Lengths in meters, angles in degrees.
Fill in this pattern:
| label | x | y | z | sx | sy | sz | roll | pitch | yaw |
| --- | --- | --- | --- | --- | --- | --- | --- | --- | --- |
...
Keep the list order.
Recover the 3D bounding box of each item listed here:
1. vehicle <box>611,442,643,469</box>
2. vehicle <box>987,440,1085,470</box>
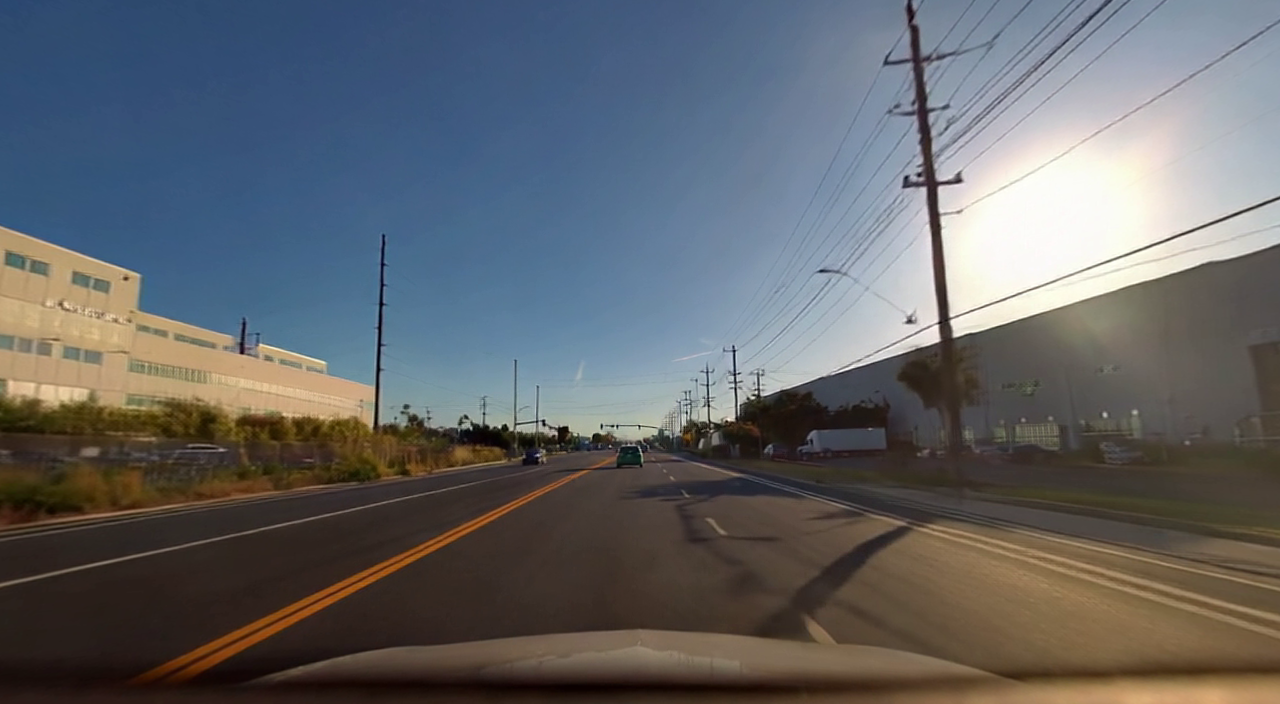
| label | x | y | z | sx | sy | sz | roll | pitch | yaw |
| --- | --- | --- | --- | --- | --- | --- | --- | --- | --- |
| vehicle | -0.771 | 6.413 | 39.218 | 1.937 | 1.588 | 3.746 | 0 | -9 | 0 |
| vehicle | 24.859 | 6.491 | 39.790 | 4.805 | 1.781 | 1.974 | 0 | -9 | 0 |
